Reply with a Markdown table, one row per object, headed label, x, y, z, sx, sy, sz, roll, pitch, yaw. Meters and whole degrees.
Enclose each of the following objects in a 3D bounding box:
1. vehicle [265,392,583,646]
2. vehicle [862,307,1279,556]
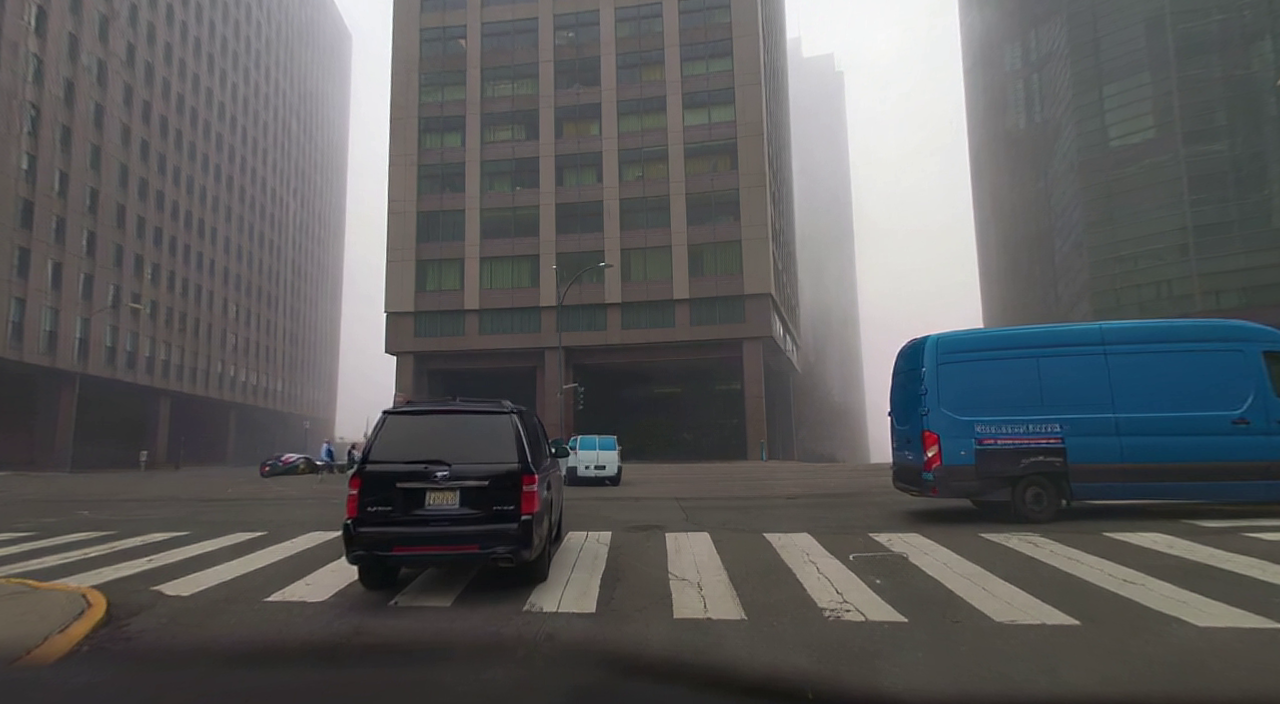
| label | x | y | z | sx | sy | sz | roll | pitch | yaw |
| --- | --- | --- | --- | --- | --- | --- | --- | --- | --- |
| vehicle | -1.734 | 1.463 | 6.569 | 2.144 | 1.733 | 4.115 | 1 | -8 | -7 |
| vehicle | 6.872 | 1.026 | 8.235 | 6.932 | 2.753 | 2.446 | 0 | -8 | 1 |
